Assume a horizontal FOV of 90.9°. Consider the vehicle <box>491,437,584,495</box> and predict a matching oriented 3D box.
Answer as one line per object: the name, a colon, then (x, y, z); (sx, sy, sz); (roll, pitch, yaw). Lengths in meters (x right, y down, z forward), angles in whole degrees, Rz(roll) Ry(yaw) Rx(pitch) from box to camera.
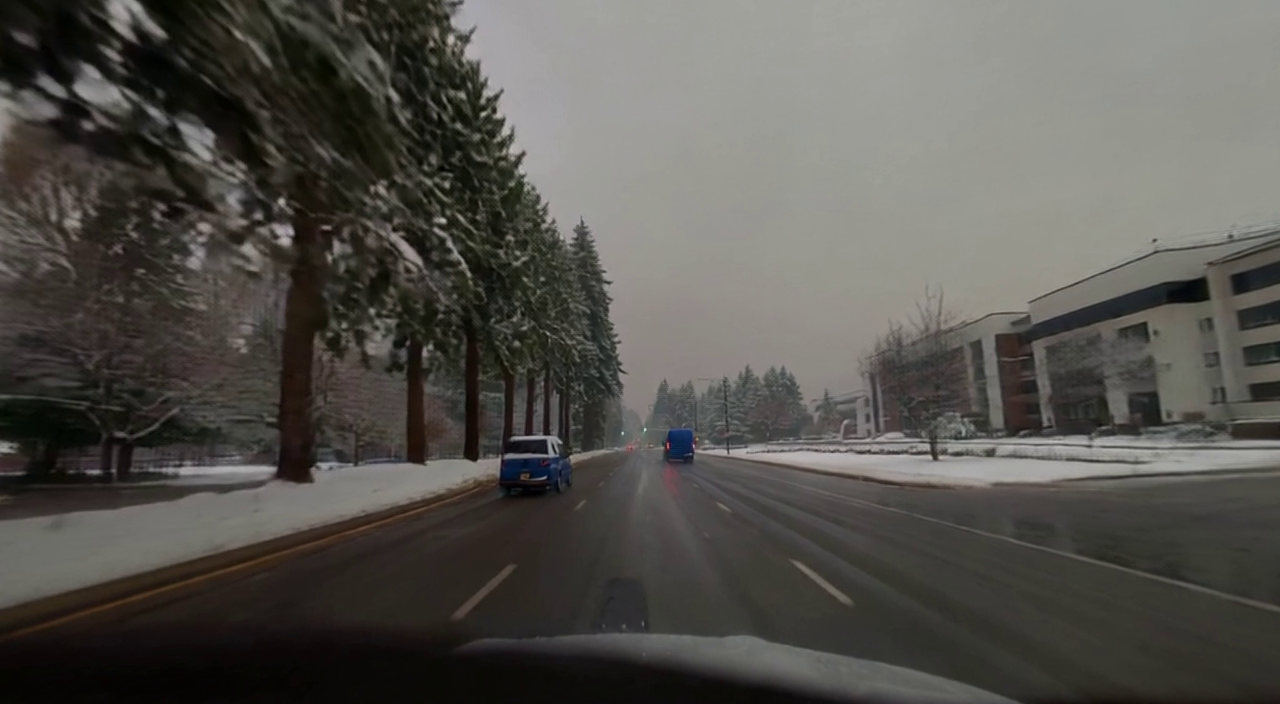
vehicle: (-3.085, 3.560, 20.083); (2.129, 1.602, 4.532); (0, -8, 1)
